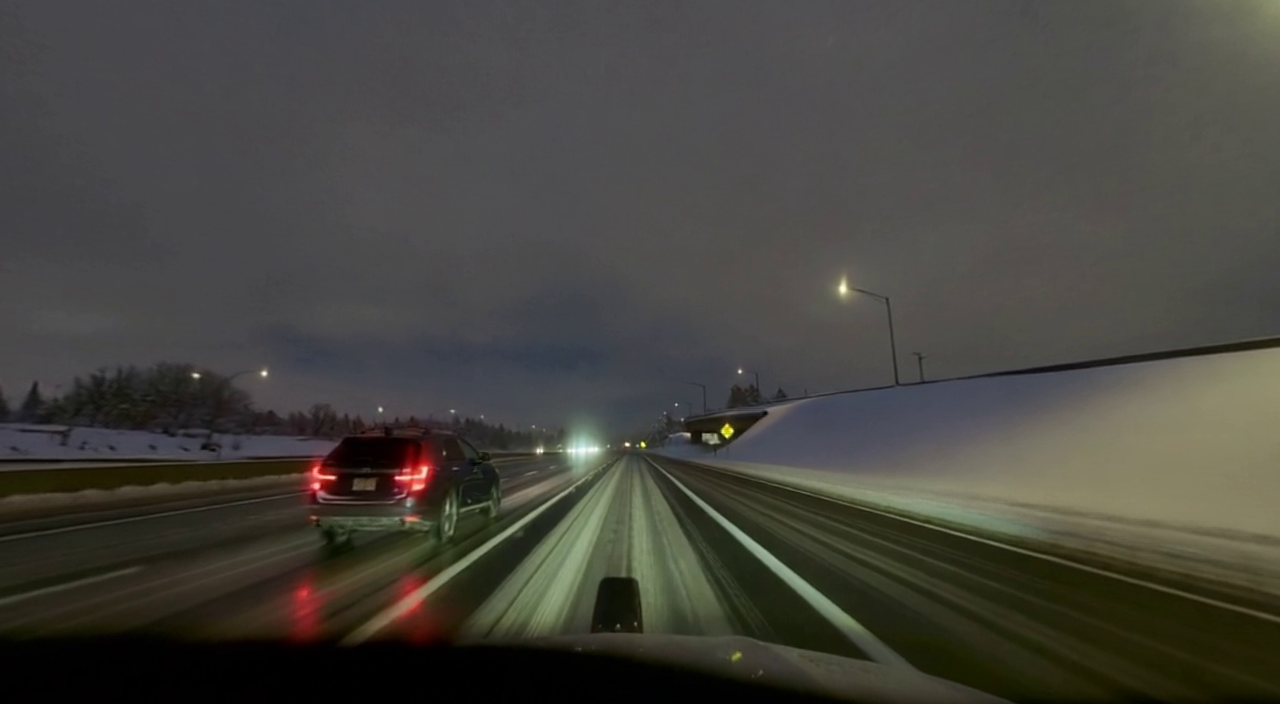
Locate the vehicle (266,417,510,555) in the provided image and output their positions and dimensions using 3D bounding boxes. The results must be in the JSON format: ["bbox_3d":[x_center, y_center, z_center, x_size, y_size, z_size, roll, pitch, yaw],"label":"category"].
[{"bbox_3d":[-3.580,1.989,10.091,2.178,1.699,4.321,0,-8,-1],"label":"vehicle"}]
